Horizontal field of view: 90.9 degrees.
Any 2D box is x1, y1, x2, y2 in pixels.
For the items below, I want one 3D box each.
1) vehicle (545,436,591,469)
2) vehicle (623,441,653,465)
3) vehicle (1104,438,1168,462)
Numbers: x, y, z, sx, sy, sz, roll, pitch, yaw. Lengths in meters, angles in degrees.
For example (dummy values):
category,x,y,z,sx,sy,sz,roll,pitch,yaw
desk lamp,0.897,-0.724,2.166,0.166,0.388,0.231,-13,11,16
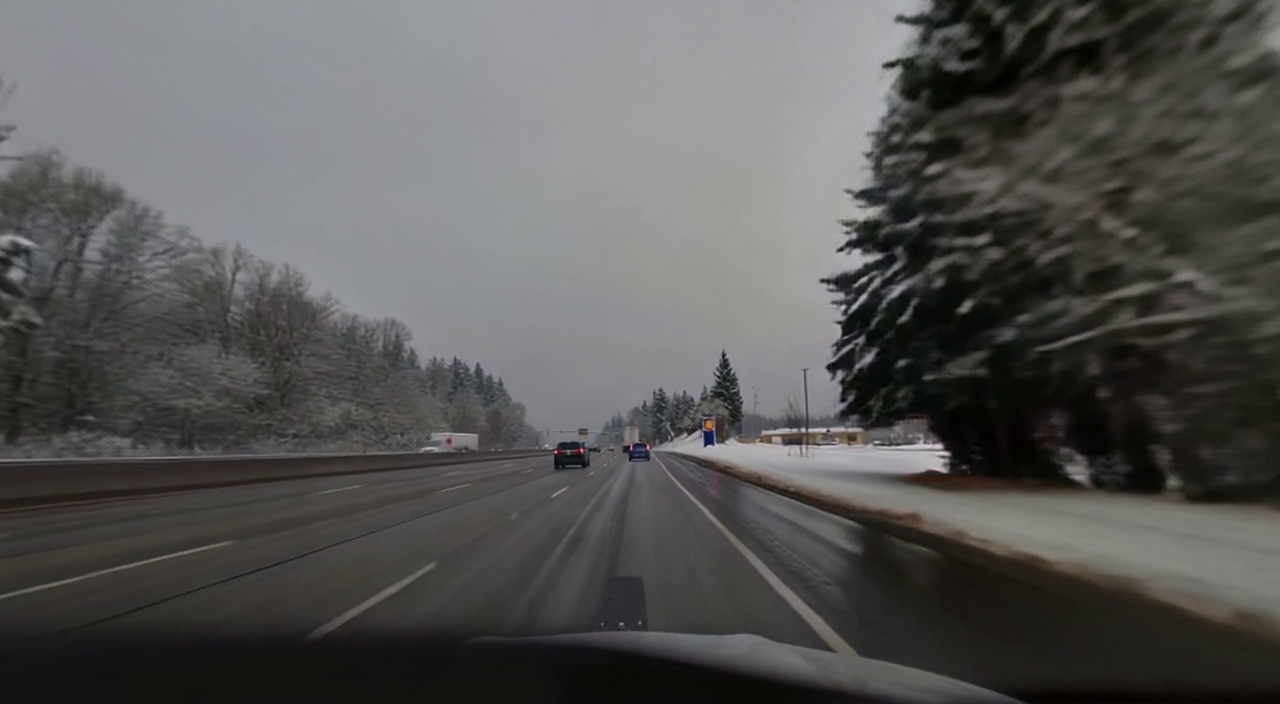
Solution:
category,x,y,z,sx,sy,sz,roll,pitch,yaw
vehicle,-4.365,6.201,39.057,2.273,1.884,4.515,0,-8,0
vehicle,-0.168,7.029,44.012,1.982,1.524,3.800,0,-8,-2
vehicle,34.537,6.837,43.860,4.744,1.460,2.103,7,-15,-36
